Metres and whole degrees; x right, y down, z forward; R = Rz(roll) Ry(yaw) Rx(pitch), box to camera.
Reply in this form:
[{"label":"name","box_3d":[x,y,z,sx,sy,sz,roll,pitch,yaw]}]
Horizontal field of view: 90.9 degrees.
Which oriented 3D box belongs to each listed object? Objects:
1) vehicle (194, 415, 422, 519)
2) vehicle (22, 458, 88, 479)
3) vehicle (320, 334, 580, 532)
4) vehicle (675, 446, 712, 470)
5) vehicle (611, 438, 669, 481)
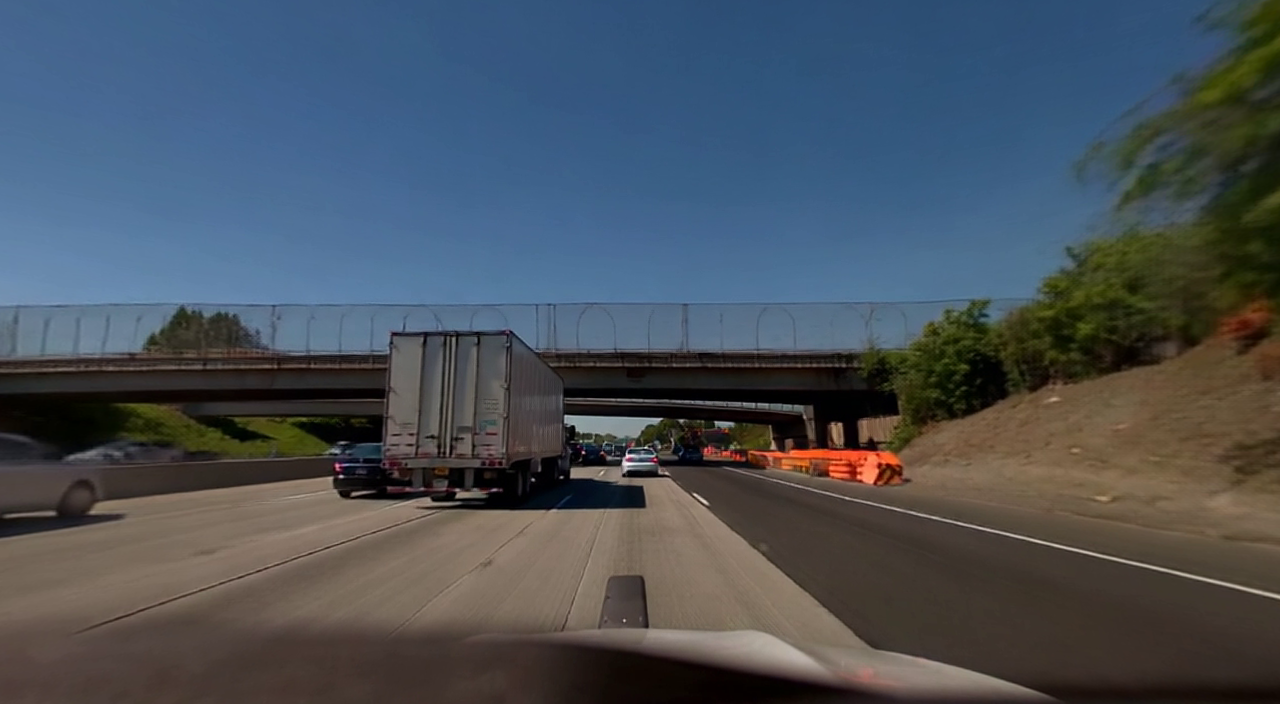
[{"label":"vehicle","box_3d":[-7.511,2.676,15.331,2.309,2.007,5.974,0,-8,0]},{"label":"vehicle","box_3d":[-42.687,8.483,46.095,1.511,1.369,3.437,0,-8,1]},{"label":"vehicle","box_3d":[-3.634,2.106,15.976,3.075,3.276,11.073,0,-8,0]},{"label":"vehicle","box_3d":[3.470,6.941,41.625,2.003,1.465,4.092,0,-8,-2]},{"label":"vehicle","box_3d":[-0.043,4.586,27.148,2.270,1.696,4.061,0,-8,-1]}]
